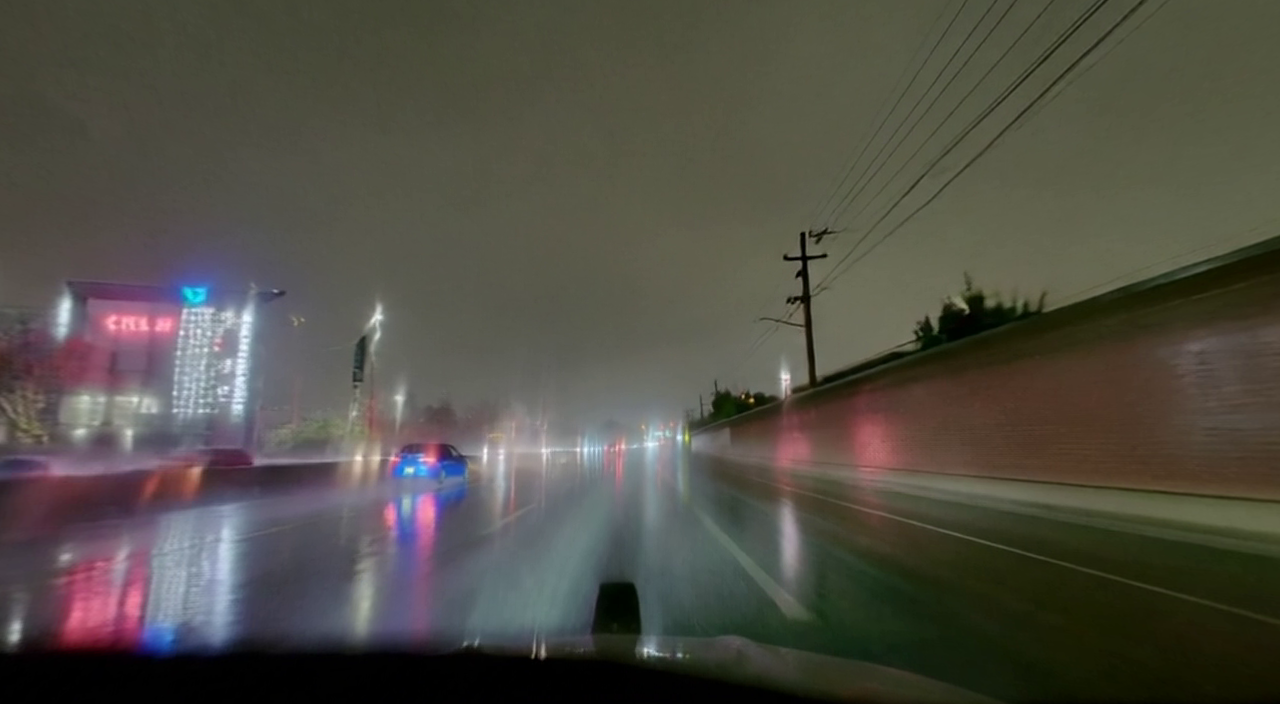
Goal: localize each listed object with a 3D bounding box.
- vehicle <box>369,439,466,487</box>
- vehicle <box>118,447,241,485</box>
[{"bbox_3d":[-7.829,3.921,22.644,2.013,1.574,3.923,0,-8,0],"label":"vehicle"},{"bbox_3d":[-18.613,4.591,25.822,1.809,1.391,4.272,0,-8,0],"label":"vehicle"}]
